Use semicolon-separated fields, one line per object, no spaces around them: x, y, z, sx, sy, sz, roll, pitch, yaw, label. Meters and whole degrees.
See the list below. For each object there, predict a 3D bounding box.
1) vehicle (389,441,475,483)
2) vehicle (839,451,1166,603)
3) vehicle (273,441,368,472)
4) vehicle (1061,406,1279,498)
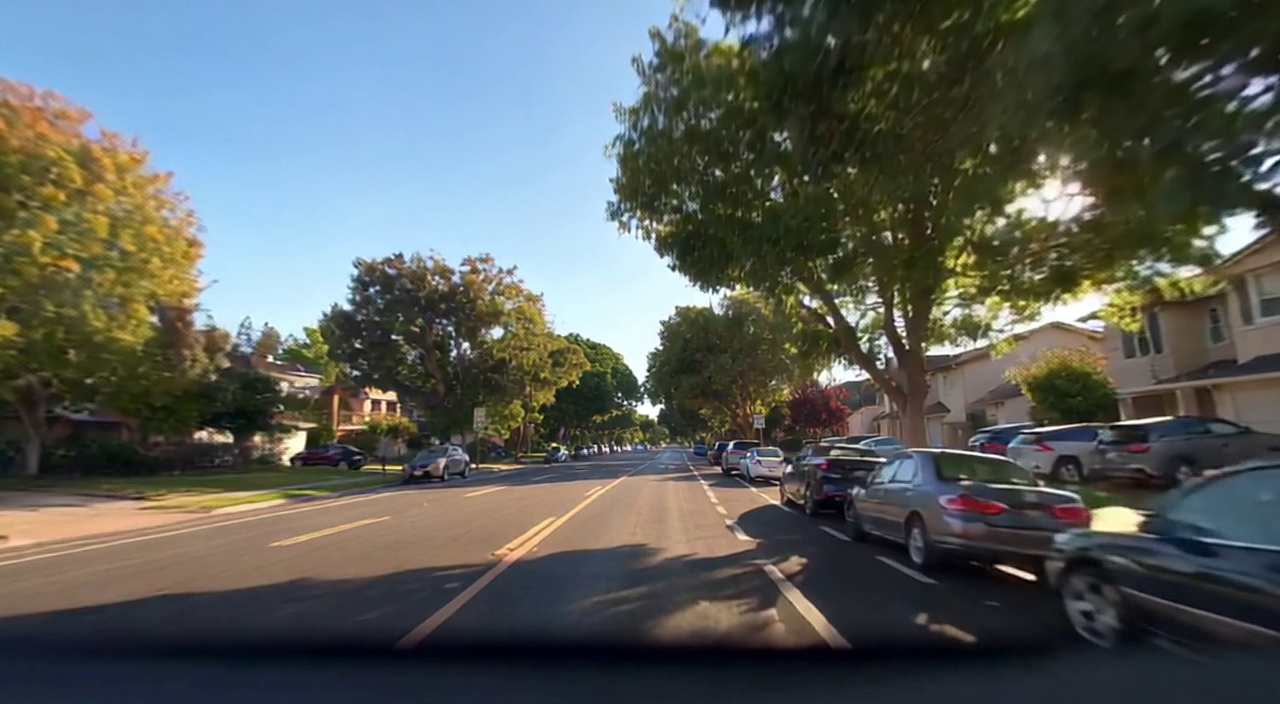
-9.585;5.146;29.645;2.093;1.767;5.120;-1;-9;3;vehicle
4.225;2.054;8.401;1.911;1.395;4.362;0;-8;3;vehicle
-18.549;6.054;36.833;4.509;1.698;1.890;0;-9;4;vehicle
13.721;2.450;15.759;4.704;1.942;2.207;-3;-9;2;vehicle
